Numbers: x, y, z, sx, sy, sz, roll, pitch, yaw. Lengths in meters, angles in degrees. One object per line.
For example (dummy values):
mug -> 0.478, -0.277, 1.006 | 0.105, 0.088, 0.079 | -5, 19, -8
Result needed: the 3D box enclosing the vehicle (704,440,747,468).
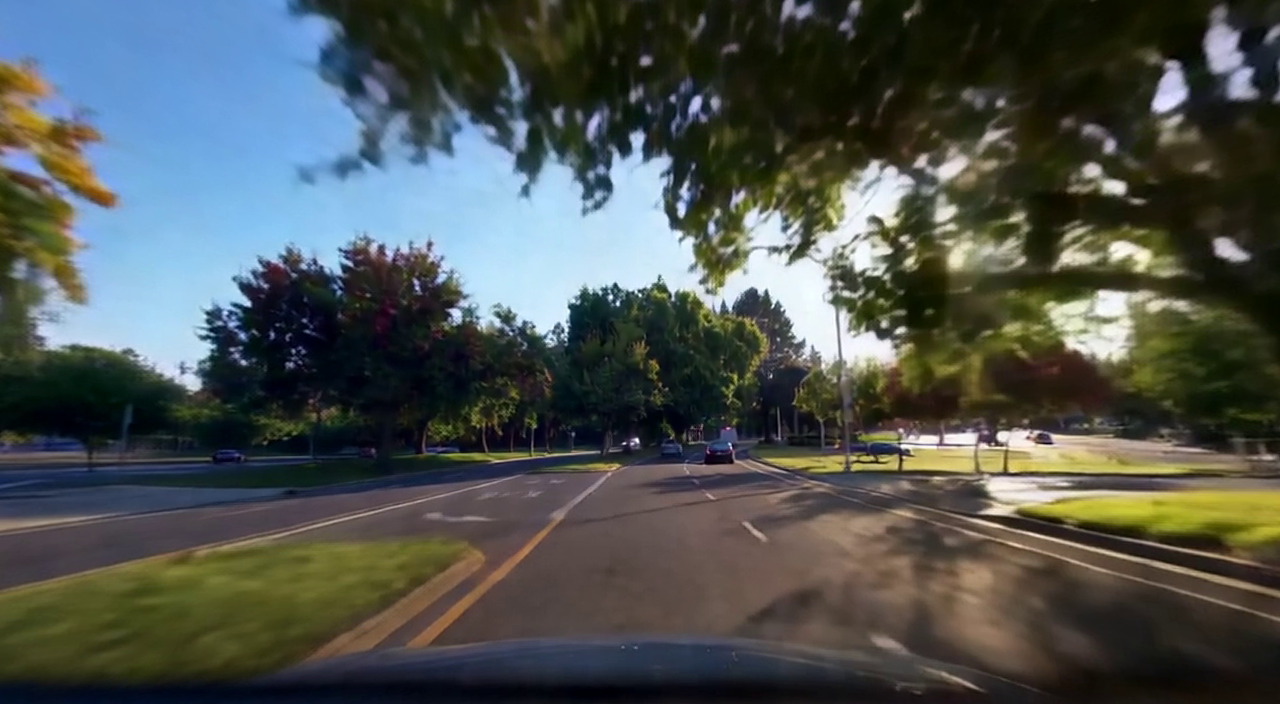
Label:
vehicle -> 4.815, 5.790, 36.013 | 1.989, 1.497, 4.436 | 0, -8, 2
